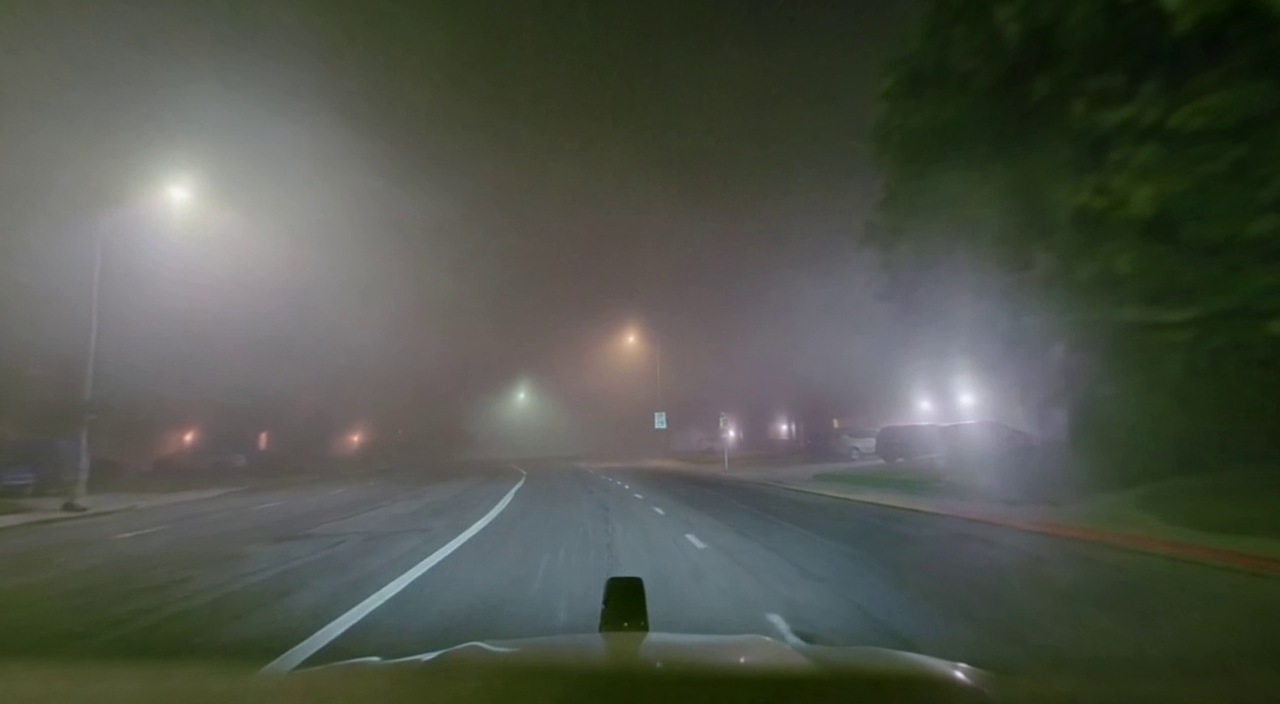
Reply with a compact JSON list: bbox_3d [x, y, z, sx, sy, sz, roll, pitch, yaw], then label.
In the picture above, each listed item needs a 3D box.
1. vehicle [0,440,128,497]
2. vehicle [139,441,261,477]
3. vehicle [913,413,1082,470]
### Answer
[{"bbox_3d":[-21.142,3.934,21.562,5.150,1.840,2.122,1,-8,-6],"label":"vehicle"},{"bbox_3d":[-23.956,5.843,34.569,4.879,1.854,2.265,2,-9,-13],"label":"vehicle"},{"bbox_3d":[12.851,3.285,23.004,4.693,1.764,2.265,-4,-9,8],"label":"vehicle"}]
